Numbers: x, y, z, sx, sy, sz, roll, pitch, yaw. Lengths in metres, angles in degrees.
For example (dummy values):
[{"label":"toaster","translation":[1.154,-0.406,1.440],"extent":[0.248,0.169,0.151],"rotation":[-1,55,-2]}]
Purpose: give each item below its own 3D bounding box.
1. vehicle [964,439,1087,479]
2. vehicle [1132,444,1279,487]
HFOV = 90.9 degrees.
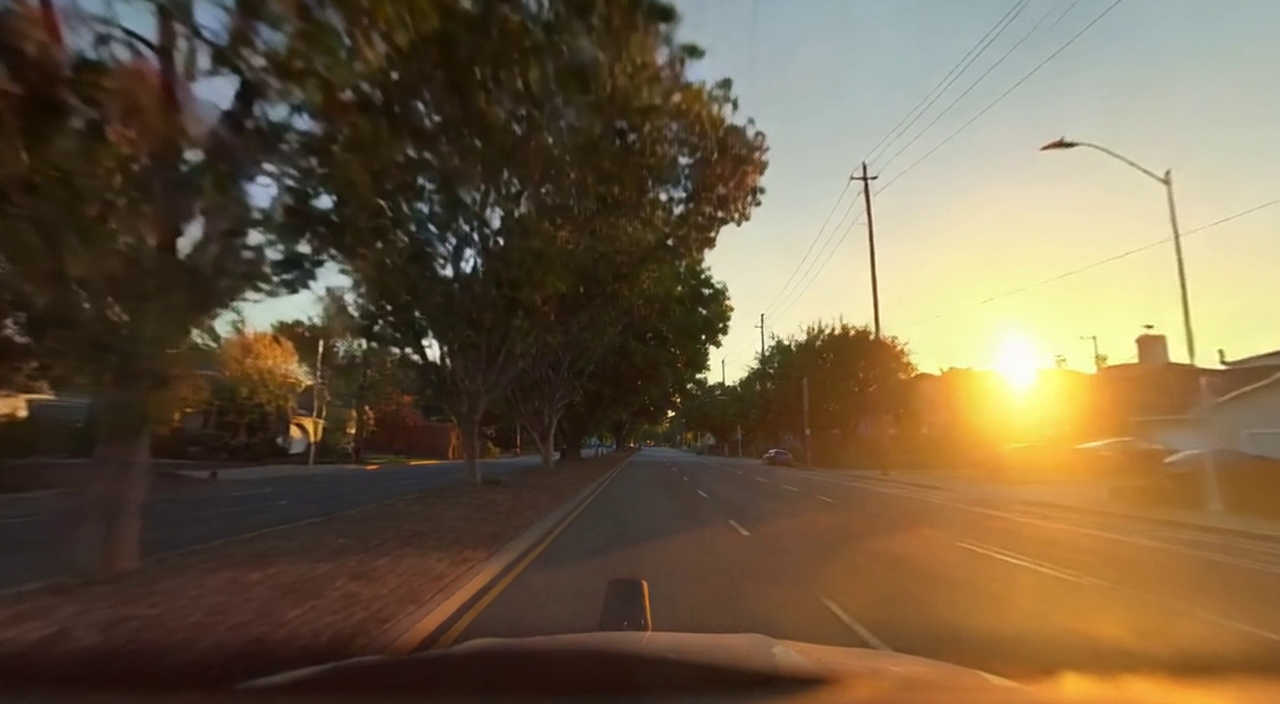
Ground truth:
[{"label":"vehicle","translation":[19.212,5.336,31.625],"extent":[4.655,1.921,2.231],"rotation":[0,-8,0]},{"label":"vehicle","translation":[22.619,4.460,25.094],"extent":[4.170,1.598,2.010],"rotation":[-2,-9,12]}]
